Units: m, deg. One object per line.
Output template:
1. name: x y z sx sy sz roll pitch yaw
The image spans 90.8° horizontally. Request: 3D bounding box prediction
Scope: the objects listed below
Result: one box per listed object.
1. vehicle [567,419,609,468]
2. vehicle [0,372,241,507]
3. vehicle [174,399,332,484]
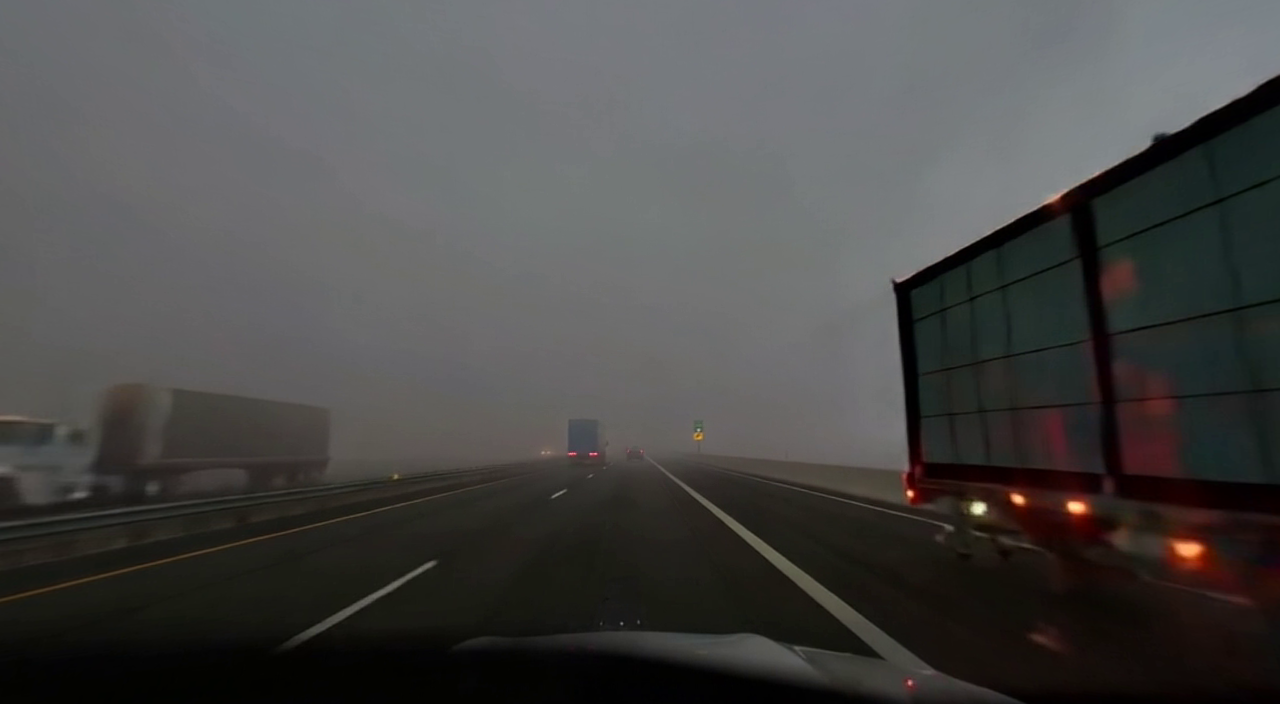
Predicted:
1. vehicle: -3.987 7.192 49.453 2.707 3.461 7.191 0 -9 0
2. vehicle: -19.830 3.337 23.648 3.025 3.917 10.227 0 -9 0
3. vehicle: -19.835 4.743 33.220 2.881 3.884 8.294 0 -9 0
